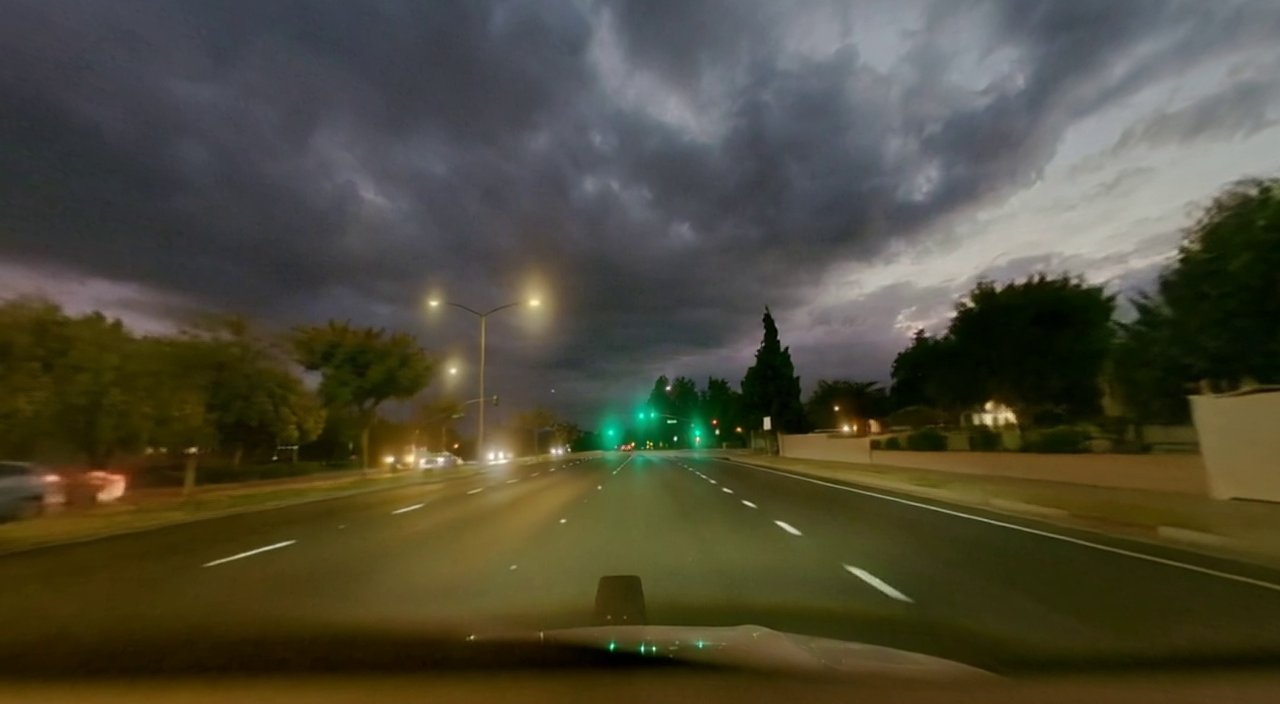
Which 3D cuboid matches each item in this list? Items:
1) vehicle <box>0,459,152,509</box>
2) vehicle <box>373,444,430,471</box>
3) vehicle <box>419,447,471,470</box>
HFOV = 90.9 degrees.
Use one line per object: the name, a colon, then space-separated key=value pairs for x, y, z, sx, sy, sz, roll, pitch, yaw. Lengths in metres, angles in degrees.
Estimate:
vehicle: x=-20.856 y=4.731 z=23.051 sx=2.062 sy=1.504 sz=4.877 roll=0 pitch=-9 yaw=0
vehicle: x=-16.707 y=7.410 z=44.480 sx=2.072 sy=1.727 sz=4.786 roll=0 pitch=-9 yaw=1
vehicle: x=-13.079 y=7.145 z=42.610 sx=1.954 sy=1.457 sz=4.516 roll=-1 pitch=-9 yaw=2
